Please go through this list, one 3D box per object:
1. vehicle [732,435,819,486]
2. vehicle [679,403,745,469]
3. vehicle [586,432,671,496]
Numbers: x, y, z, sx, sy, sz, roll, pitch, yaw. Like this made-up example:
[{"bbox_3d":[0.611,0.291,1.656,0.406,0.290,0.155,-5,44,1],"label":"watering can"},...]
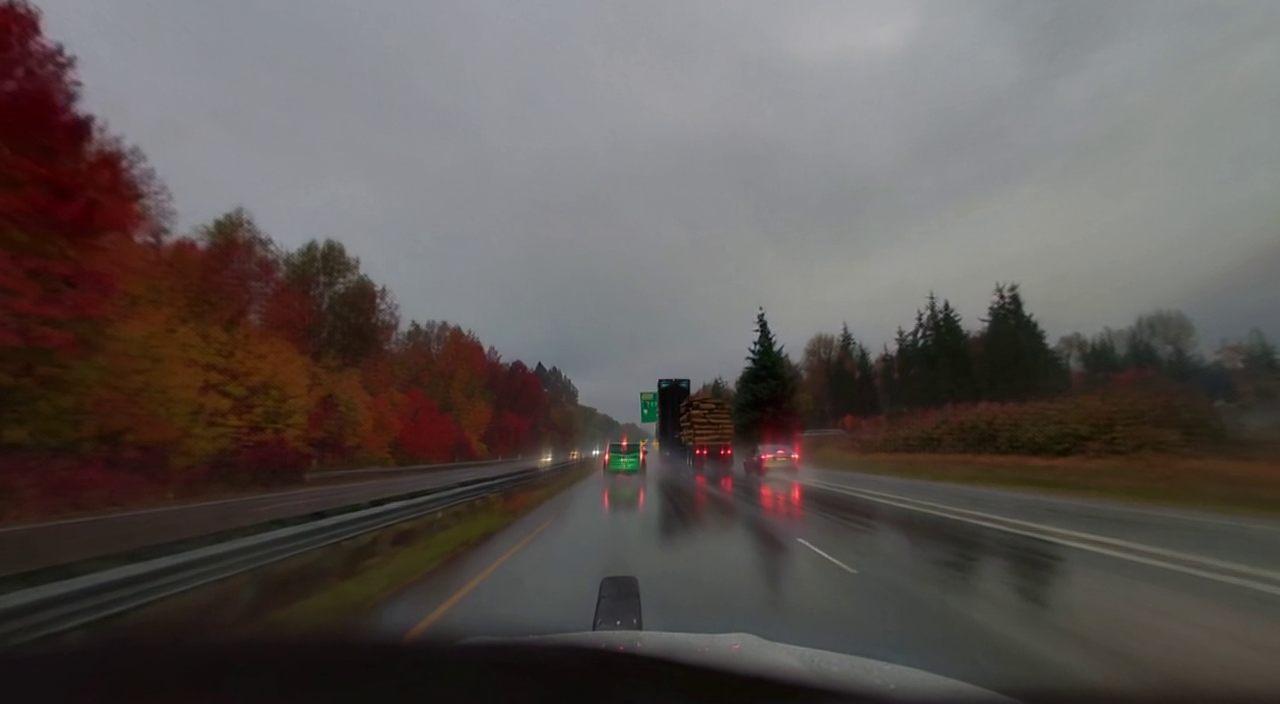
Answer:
[{"bbox_3d":[4.822,3.944,23.031,2.057,1.660,4.525,0,-9,-2],"label":"vehicle"},{"bbox_3d":[4.528,5.640,41.519,3.125,3.895,8.461,0,-9,-1],"label":"vehicle"},{"bbox_3d":[-0.316,3.322,18.911,2.263,1.699,3.936,0,-9,0],"label":"vehicle"}]
